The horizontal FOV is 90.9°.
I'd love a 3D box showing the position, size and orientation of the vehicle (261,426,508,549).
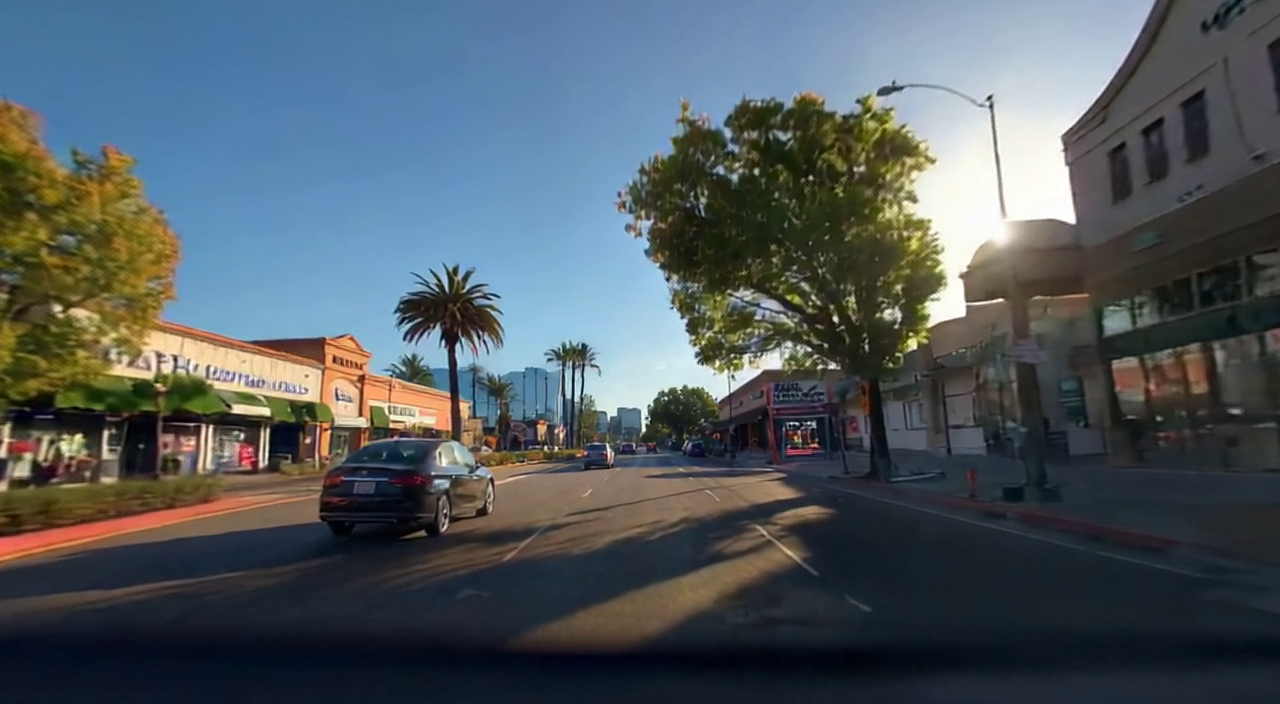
[{"bbox_3d":[-3.655,2.021,10.110,2.032,1.511,4.424,0,-8,1],"label":"vehicle"}]
